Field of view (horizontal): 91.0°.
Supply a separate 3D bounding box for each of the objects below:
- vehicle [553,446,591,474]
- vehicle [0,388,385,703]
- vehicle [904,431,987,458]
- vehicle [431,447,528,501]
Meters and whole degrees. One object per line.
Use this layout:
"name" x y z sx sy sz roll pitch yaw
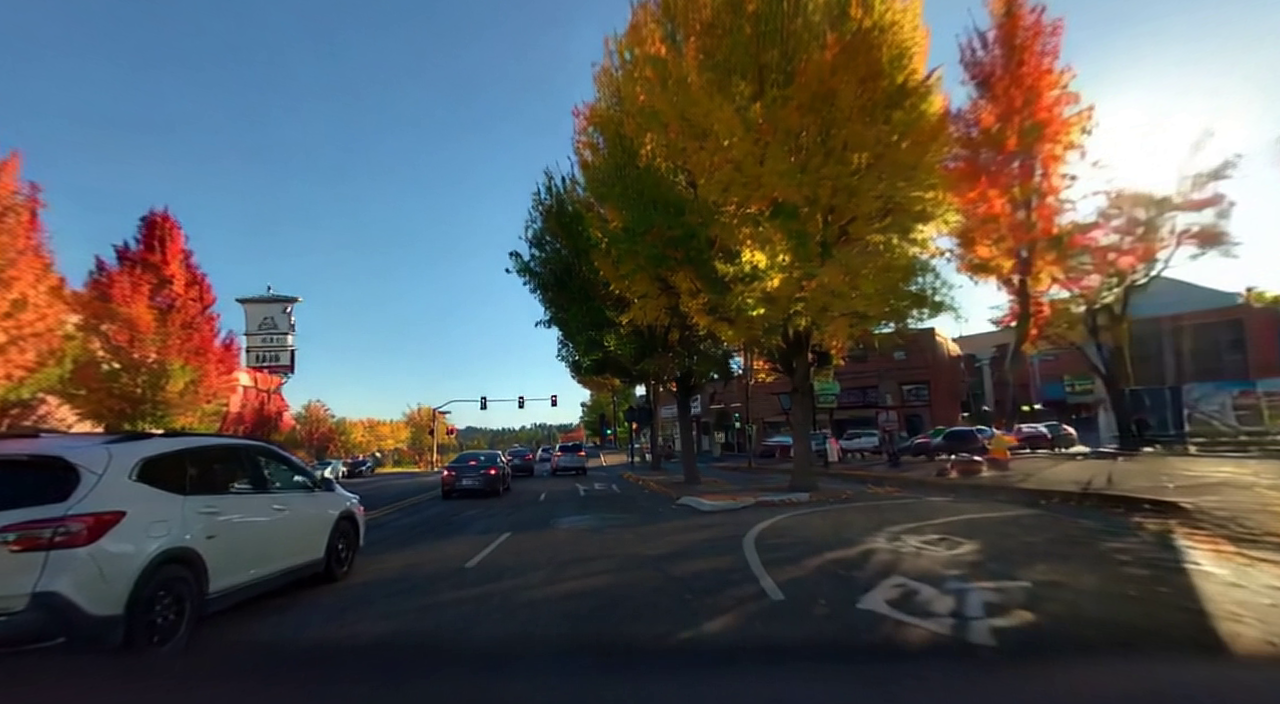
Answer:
"vehicle" -4.429 6.951 40.644 2.144 1.704 4.028 2 -9 -9
"vehicle" -4.043 1.318 5.036 2.085 1.663 4.513 1 -9 0
"vehicle" 21.134 6.436 43.700 2.017 1.746 4.727 7 -11 -35
"vehicle" -5.081 3.921 20.787 2.090 1.506 5.326 1 -9 -4
